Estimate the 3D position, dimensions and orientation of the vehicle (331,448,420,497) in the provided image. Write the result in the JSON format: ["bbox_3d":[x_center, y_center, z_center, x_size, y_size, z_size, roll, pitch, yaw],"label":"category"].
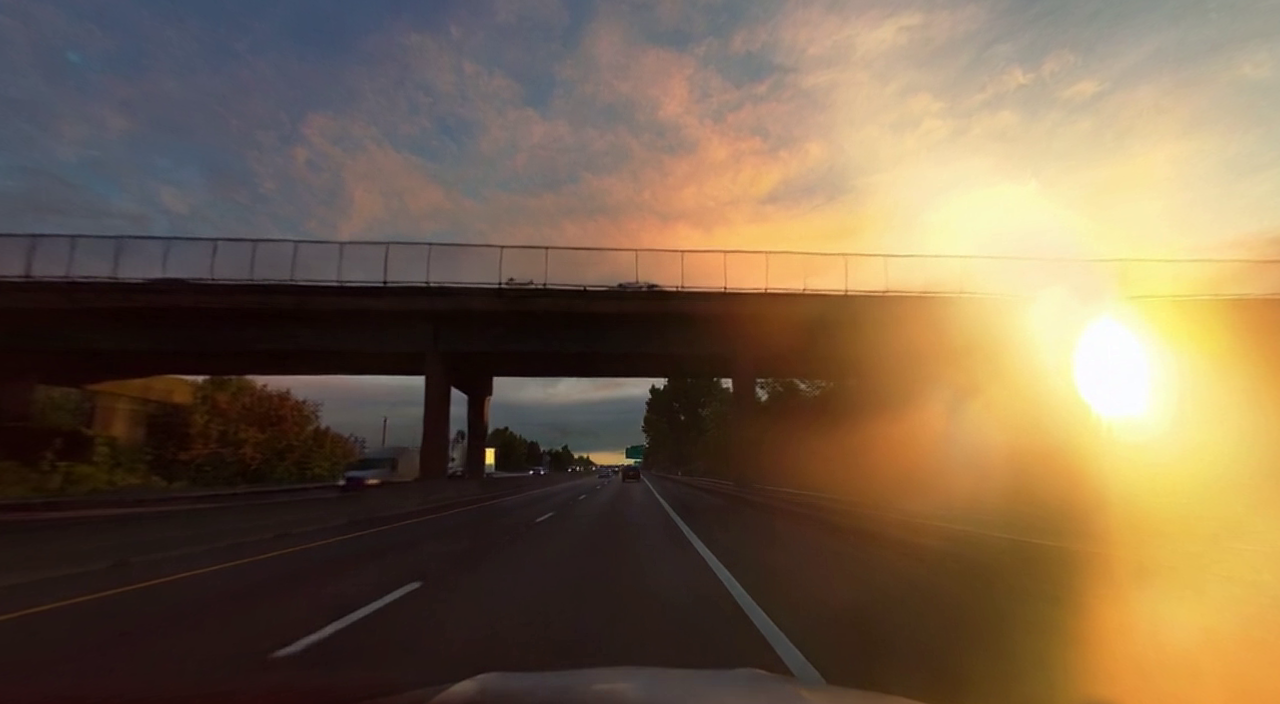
[{"bbox_3d":[-13.892,6.388,33.547,2.188,2.337,5.728,1,-11,0],"label":"vehicle"}]
